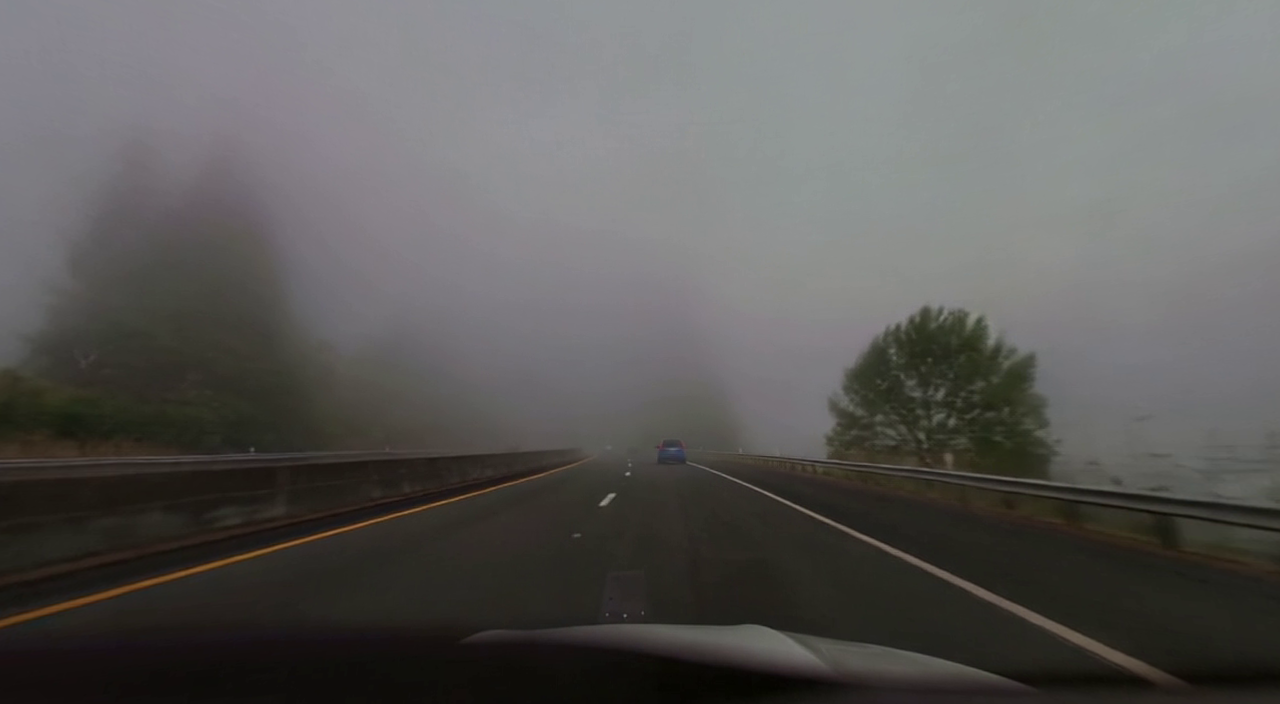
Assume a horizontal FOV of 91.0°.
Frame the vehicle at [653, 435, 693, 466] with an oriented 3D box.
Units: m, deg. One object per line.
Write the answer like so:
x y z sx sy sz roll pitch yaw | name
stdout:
1.923 5.870 37.698 2.079 1.729 4.380 0 -8 -1 | vehicle
